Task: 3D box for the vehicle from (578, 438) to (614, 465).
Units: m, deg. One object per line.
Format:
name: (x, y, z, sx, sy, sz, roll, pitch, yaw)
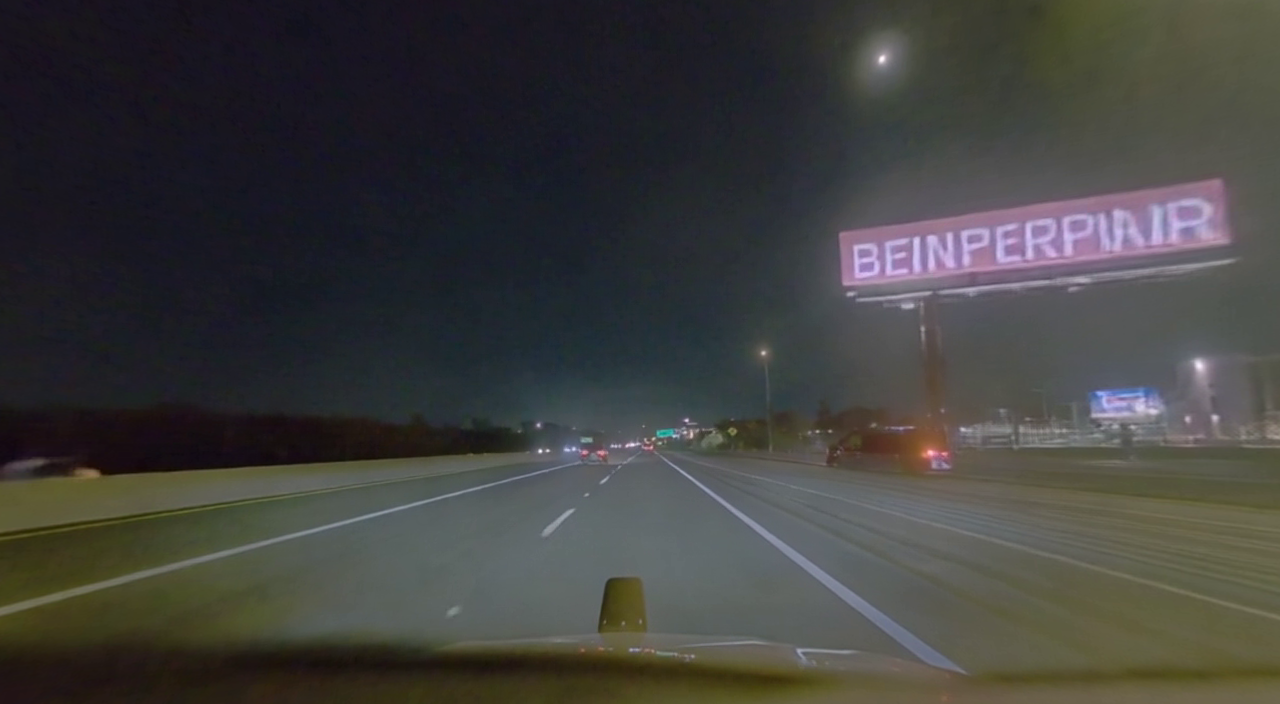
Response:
vehicle: (-3.082, 7.138, 45.426, 2.159, 1.793, 5.027, -1, -8, 1)
